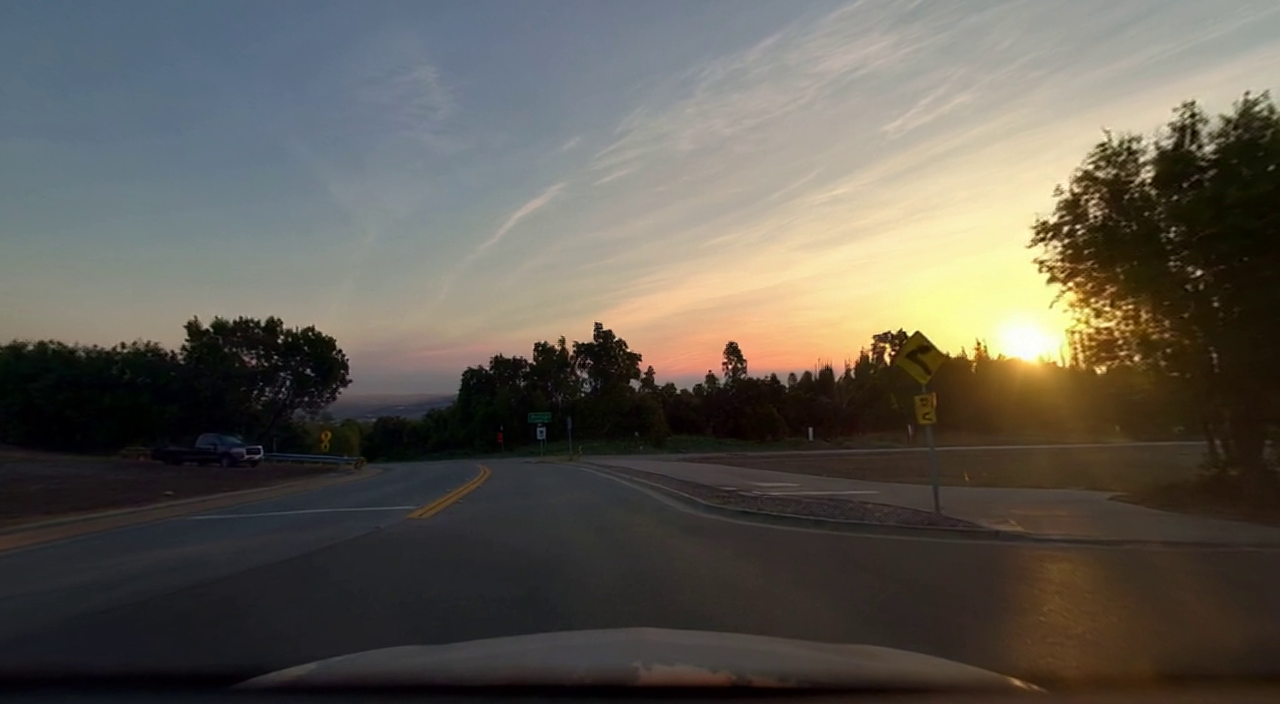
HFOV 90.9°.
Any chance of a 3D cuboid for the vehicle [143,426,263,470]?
[{"bbox_3d":[-21.231,4.645,30.675,4.699,1.996,2.116,-2,-9,14],"label":"vehicle"}]
